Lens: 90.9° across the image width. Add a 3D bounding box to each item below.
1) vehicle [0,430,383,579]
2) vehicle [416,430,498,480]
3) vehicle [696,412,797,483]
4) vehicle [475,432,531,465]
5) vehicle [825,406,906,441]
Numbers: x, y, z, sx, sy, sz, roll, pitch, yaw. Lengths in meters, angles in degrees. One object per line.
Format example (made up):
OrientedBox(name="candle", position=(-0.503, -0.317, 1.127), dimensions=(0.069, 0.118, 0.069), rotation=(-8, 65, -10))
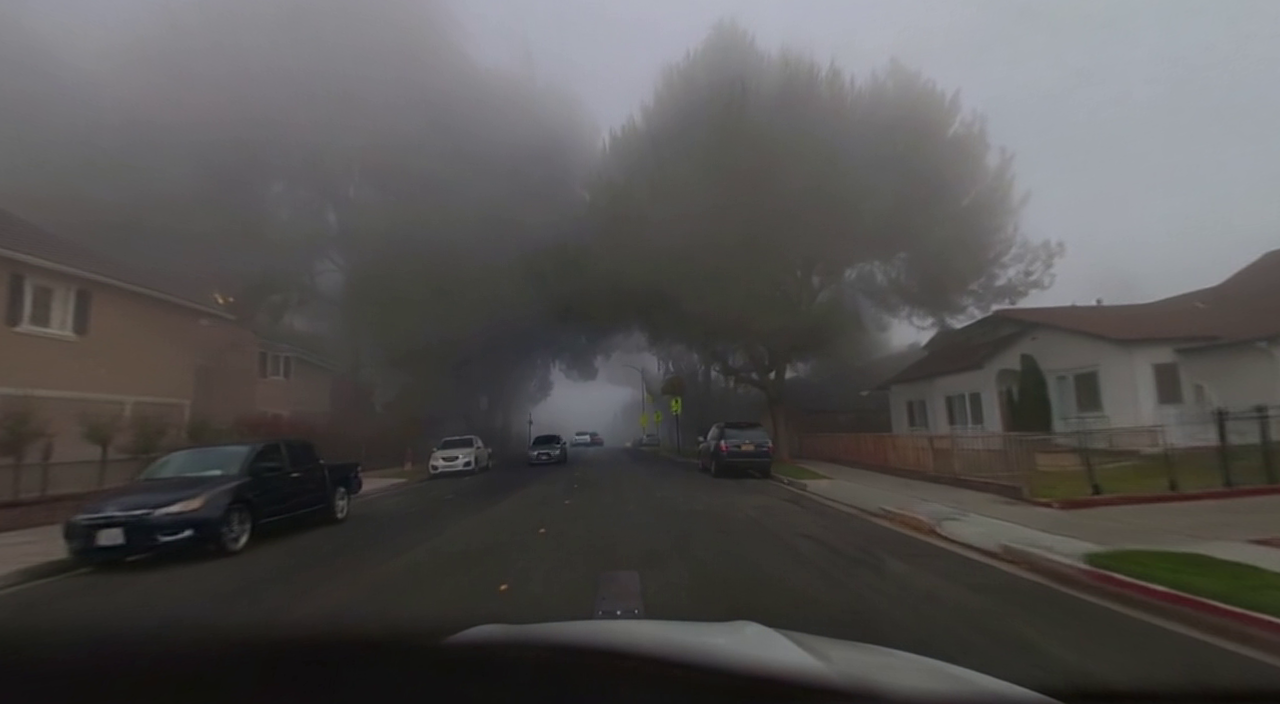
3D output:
OrientedBox(name="vehicle", position=(-5.807, 1.922, 9.319), dimensions=(1.972, 1.502, 5.530), rotation=(1, -7, -4))
OrientedBox(name="vehicle", position=(-6.284, 3.530, 22.037), dimensions=(1.842, 1.540, 3.704), rotation=(-1, -7, -1))
OrientedBox(name="vehicle", position=(2.787, 2.615, 17.629), dimensions=(1.997, 1.663, 4.544), rotation=(-1, -7, 0))
OrientedBox(name="vehicle", position=(-6.603, 4.667, 30.825), dimensions=(1.919, 1.464, 4.155), rotation=(1, -8, -1))
OrientedBox(name="vehicle", position=(12.814, 4.108, 35.810), dimensions=(4.184, 1.817, 2.026), rotation=(-3, -9, 21))
